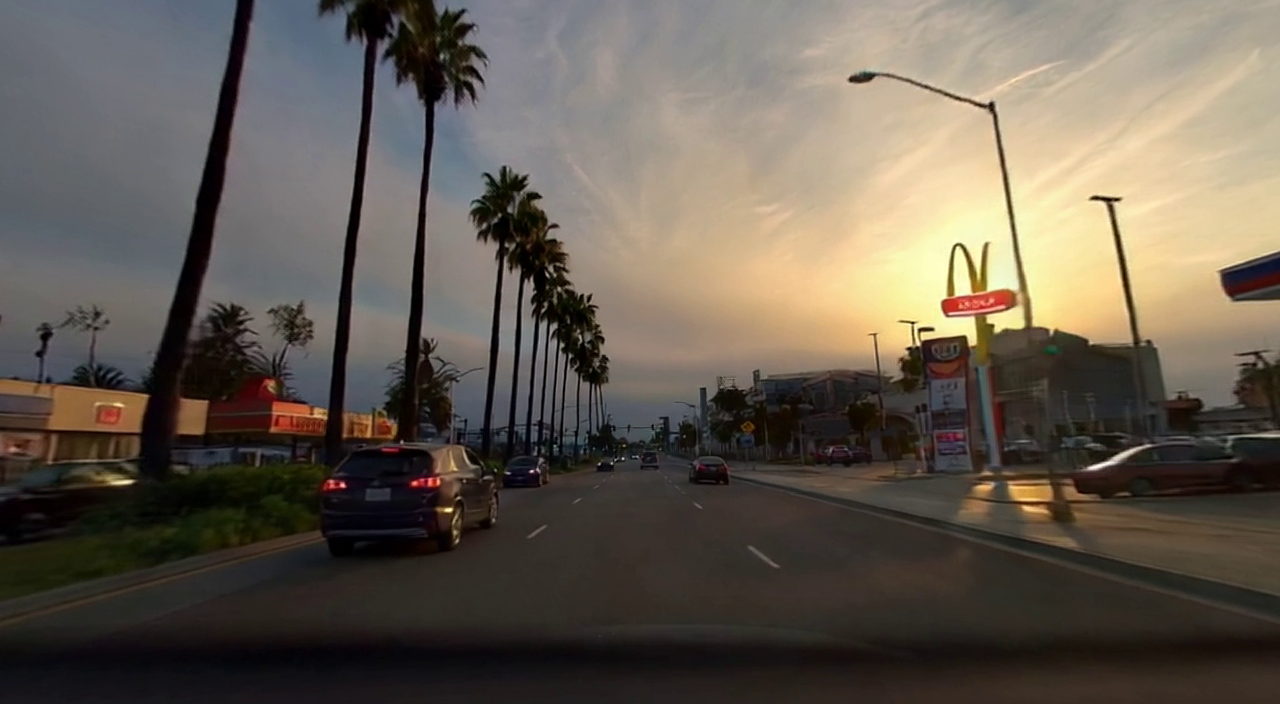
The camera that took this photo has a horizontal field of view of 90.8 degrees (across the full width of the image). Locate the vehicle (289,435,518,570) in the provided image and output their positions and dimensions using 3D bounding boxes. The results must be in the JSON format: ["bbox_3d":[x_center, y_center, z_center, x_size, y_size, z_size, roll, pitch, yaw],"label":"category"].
[{"bbox_3d":[-3.147,2.072,9.474,2.021,1.550,4.090,1,-9,-3],"label":"vehicle"}]

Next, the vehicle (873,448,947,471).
[{"bbox_3d":[18.192,7.197,42.557,4.750,1.478,1.998,5,-10,-29],"label":"vehicle"}]

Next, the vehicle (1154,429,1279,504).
[{"bbox_3d":[15.454,2.727,15.212,4.298,1.646,1.999,0,-9,1],"label":"vehicle"}]

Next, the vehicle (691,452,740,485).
[{"bbox_3d":[3.662,5.715,31.207,1.889,1.448,4.262,0,-9,0],"label":"vehicle"}]

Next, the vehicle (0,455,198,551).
[{"bbox_3d":[-11.373,2.842,12.489,1.940,1.550,4.525,-1,-10,1],"label":"vehicle"}]
